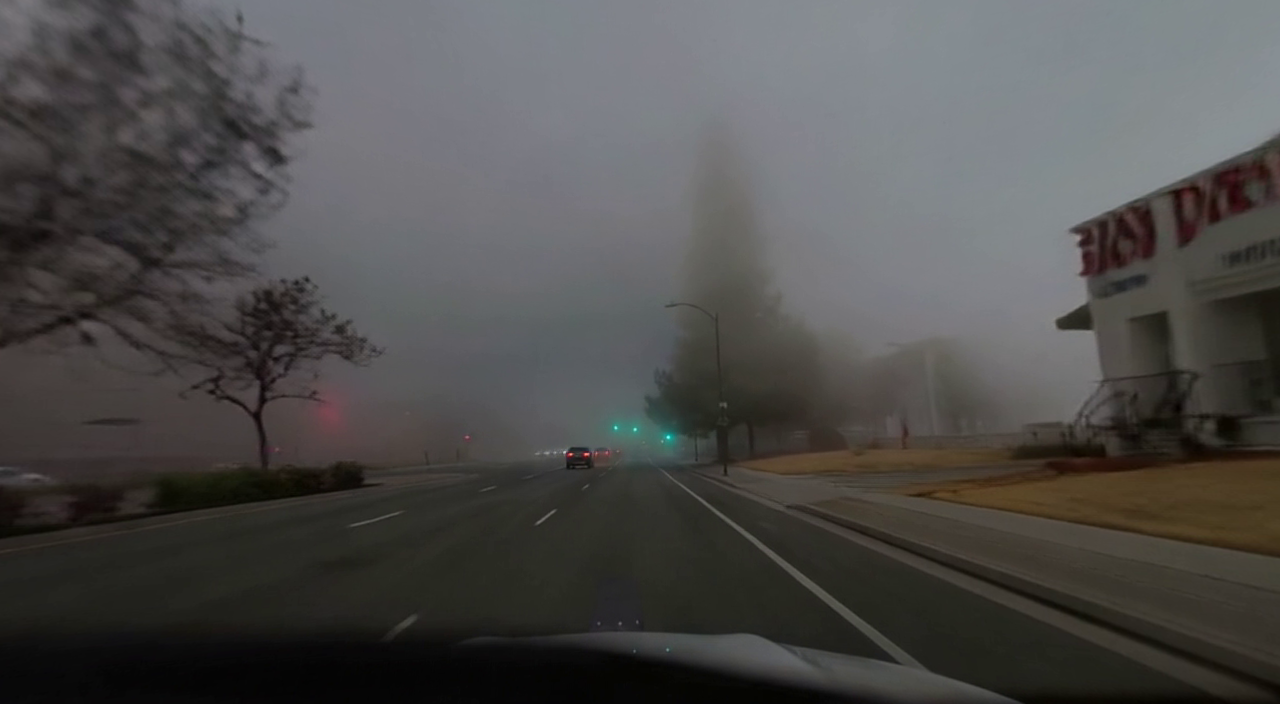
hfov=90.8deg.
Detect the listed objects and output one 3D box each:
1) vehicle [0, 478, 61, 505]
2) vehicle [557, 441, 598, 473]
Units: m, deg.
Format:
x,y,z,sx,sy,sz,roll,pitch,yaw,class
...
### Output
x,y,z,sx,sy,sz,roll,pitch,yaw,class
-37.114,8.156,36.984,4.309,1.440,2.070,0,-9,1,vehicle
-3.563,6.072,36.718,1.959,1.741,4.141,0,-8,1,vehicle
